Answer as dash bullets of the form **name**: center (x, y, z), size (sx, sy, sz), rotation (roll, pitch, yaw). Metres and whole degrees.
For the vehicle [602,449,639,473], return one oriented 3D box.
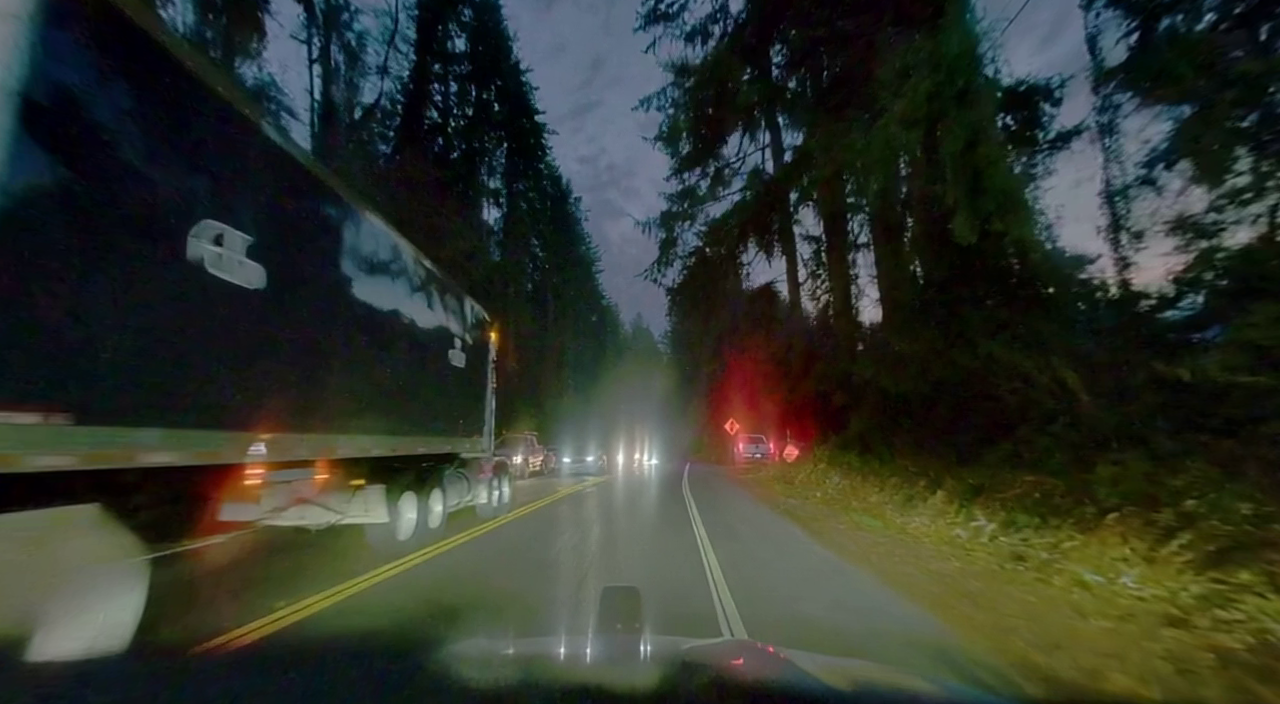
- **vehicle**: center (-1.317, 7.495, 43.758), size (1.981, 1.410, 4.162), rotation (-4, -9, 5)

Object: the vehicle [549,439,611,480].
- **vehicle**: center (-2.825, 5.215, 30.966), size (2.177, 1.803, 4.690), rotation (-1, -8, 5)

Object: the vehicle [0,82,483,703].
- **vehicle**: center (-4.109, 0.752, 5.480), size (3.158, 2.808, 8.423), rotation (0, -8, 1)

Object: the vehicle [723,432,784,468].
- **vehicle**: center (7.014, 6.194, 40.017), size (2.845, 2.053, 6.457), rotation (0, -8, 2)
